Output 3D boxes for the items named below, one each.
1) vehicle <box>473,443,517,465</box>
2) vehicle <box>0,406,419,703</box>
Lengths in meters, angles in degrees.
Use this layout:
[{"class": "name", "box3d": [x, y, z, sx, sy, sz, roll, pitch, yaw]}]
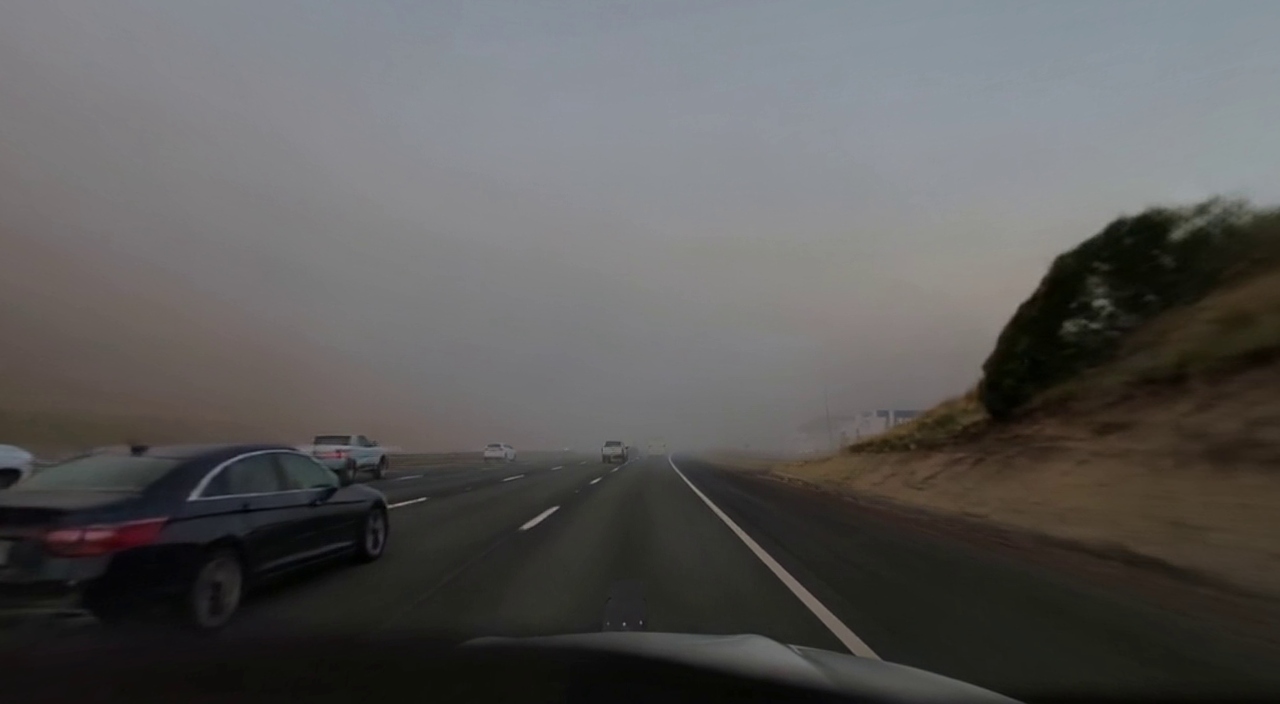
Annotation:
[{"class": "vehicle", "box3d": [-10.228, 7.202, 44.792, 1.927, 1.454, 4.395, -1, -8, 3]}, {"class": "vehicle", "box3d": [-3.477, 1.301, 4.991, 1.896, 1.491, 4.146, 0, -8, 1]}]
